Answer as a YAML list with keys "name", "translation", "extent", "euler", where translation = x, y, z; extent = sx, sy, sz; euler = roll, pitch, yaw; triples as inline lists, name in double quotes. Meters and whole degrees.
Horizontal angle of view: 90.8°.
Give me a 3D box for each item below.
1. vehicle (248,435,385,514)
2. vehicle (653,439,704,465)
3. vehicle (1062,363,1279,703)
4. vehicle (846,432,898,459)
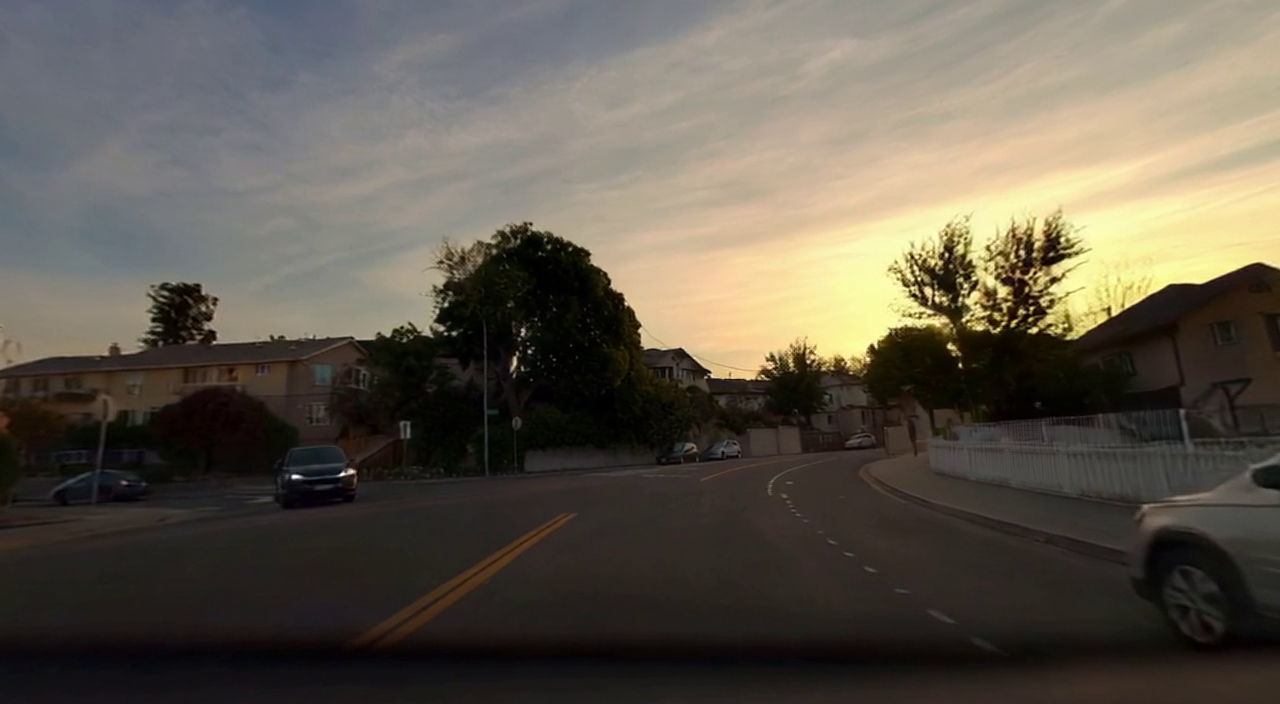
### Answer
- name: "vehicle"
  translation: [-8.298, 3.003, 16.014]
  extent: [1.984, 1.683, 4.270]
  euler: [7, -11, -41]
- name: "vehicle"
  translation: [2.772, 7.074, 44.289]
  extent: [2.095, 1.711, 4.307]
  euler: [-5, -11, 25]
- name: "vehicle"
  translation: [4.236, 0.814, 2.477]
  extent: [2.105, 1.705, 4.392]
  euler: [0, -9, 0]
- name: "vehicle"
  translation: [15.609, 6.277, 42.388]
  extent: [2.097, 1.679, 4.633]
  euler: [-6, -10, 34]
